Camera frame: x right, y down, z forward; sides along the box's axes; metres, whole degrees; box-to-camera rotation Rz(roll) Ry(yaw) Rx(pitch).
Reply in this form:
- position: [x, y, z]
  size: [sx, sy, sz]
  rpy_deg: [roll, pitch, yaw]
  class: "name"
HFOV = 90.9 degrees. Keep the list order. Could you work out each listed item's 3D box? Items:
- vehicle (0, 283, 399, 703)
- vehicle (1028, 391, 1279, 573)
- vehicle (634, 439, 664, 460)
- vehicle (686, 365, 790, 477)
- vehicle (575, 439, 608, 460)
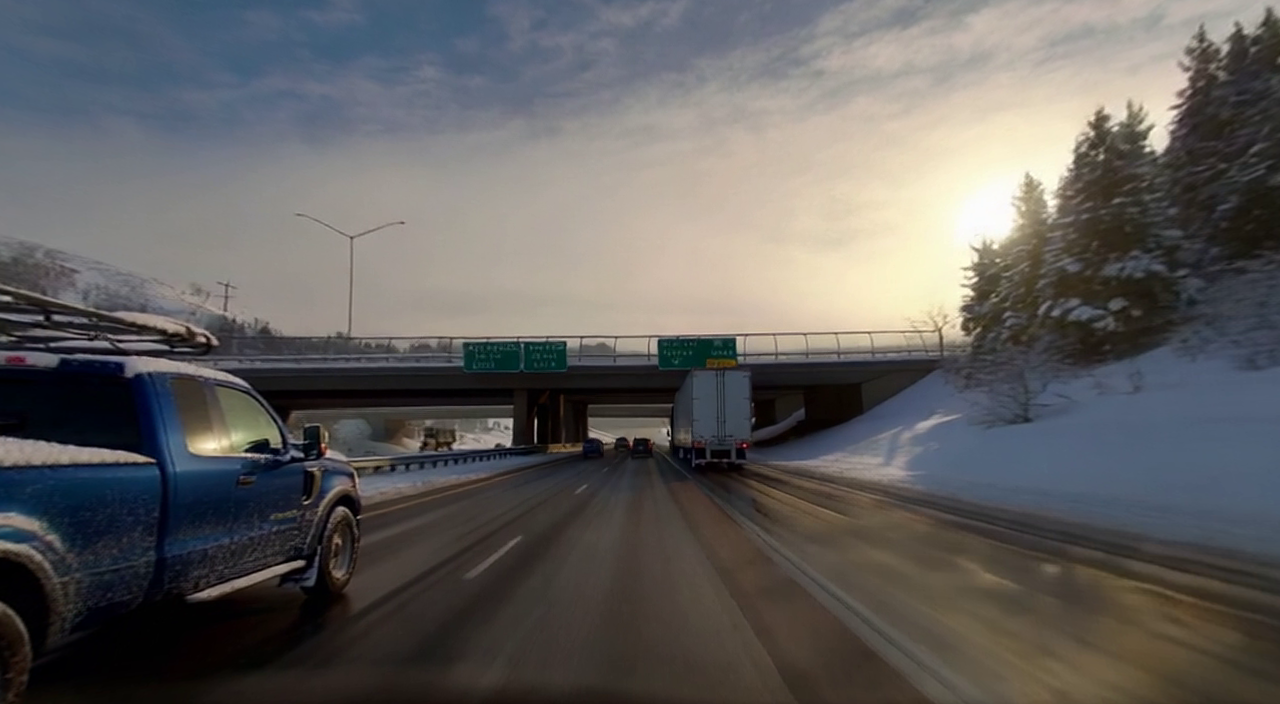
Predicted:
- position: [-4.050, 0.915, 3.868]
  size: [2.599, 2.054, 6.288]
  rpy_deg: [0, -8, 1]
  class: "vehicle"
- position: [7.061, 1.441, 7.433]
  size: [1.999, 1.700, 4.640]
  rpy_deg: [0, -8, 0]
  class: "vehicle"
- position: [0.626, 7.134, 46.364]
  size: [2.092, 1.446, 4.092]
  rpy_deg: [0, -8, 0]
  class: "vehicle"
- position: [3.974, 3.401, 29.135]
  size: [2.885, 4.036, 12.891]
  rpy_deg: [0, -8, 1]
  class: "vehicle"
- position: [-3.524, 7.192, 46.473]
  size: [2.077, 1.446, 4.106]
  rpy_deg: [0, -8, 0]
  class: "vehicle"
